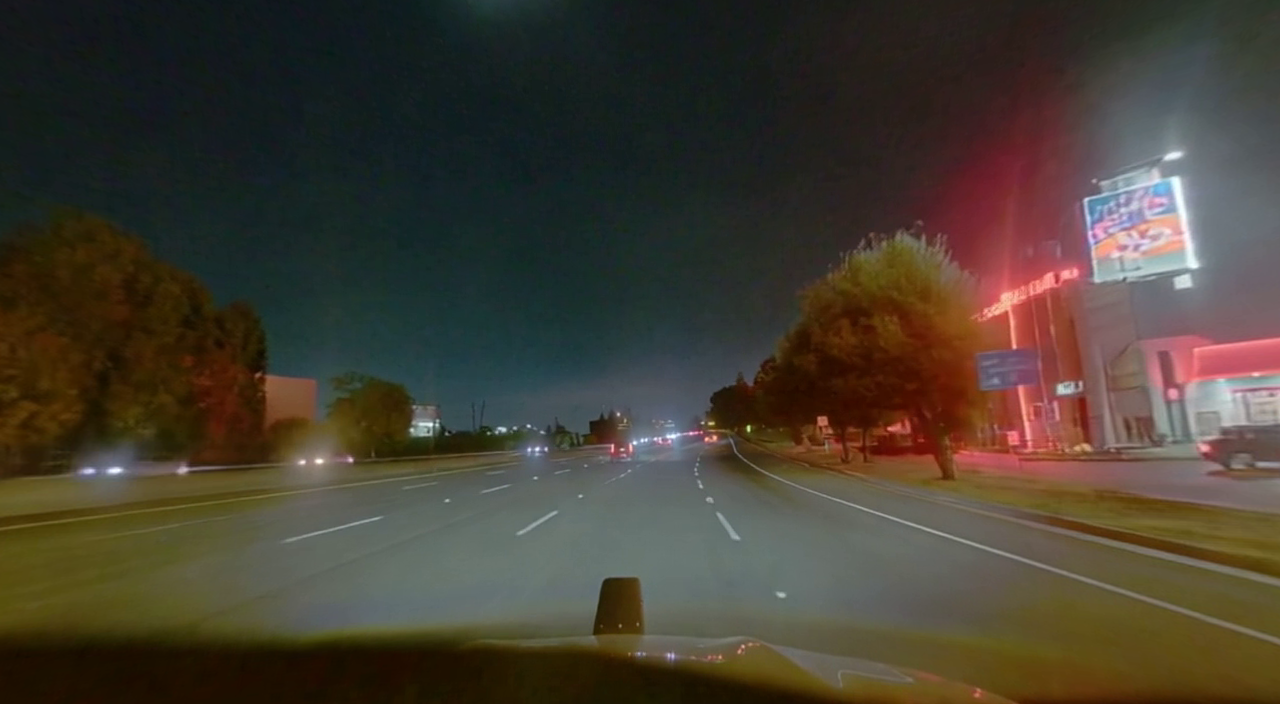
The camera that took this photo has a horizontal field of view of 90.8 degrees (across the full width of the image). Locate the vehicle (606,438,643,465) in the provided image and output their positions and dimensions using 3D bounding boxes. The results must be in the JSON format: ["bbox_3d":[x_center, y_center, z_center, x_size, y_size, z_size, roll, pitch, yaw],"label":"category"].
[{"bbox_3d":[-1.062,7.102,45.232,2.139,1.782,4.079,-1,-9,6],"label":"vehicle"}]

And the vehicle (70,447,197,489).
[{"bbox_3d":[-24.396,5.552,30.712,1.968,1.829,4.798,-1,-9,4],"label":"vehicle"}]

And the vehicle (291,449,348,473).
[{"bbox_3d":[-23.150,7.876,45.836,1.803,1.619,3.952,-1,-9,5],"label":"vehicle"}]

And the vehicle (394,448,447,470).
[{"bbox_3d":[-16.518,8.057,47.796,1.879,1.483,4.697,-1,-9,6],"label":"vehicle"}]
